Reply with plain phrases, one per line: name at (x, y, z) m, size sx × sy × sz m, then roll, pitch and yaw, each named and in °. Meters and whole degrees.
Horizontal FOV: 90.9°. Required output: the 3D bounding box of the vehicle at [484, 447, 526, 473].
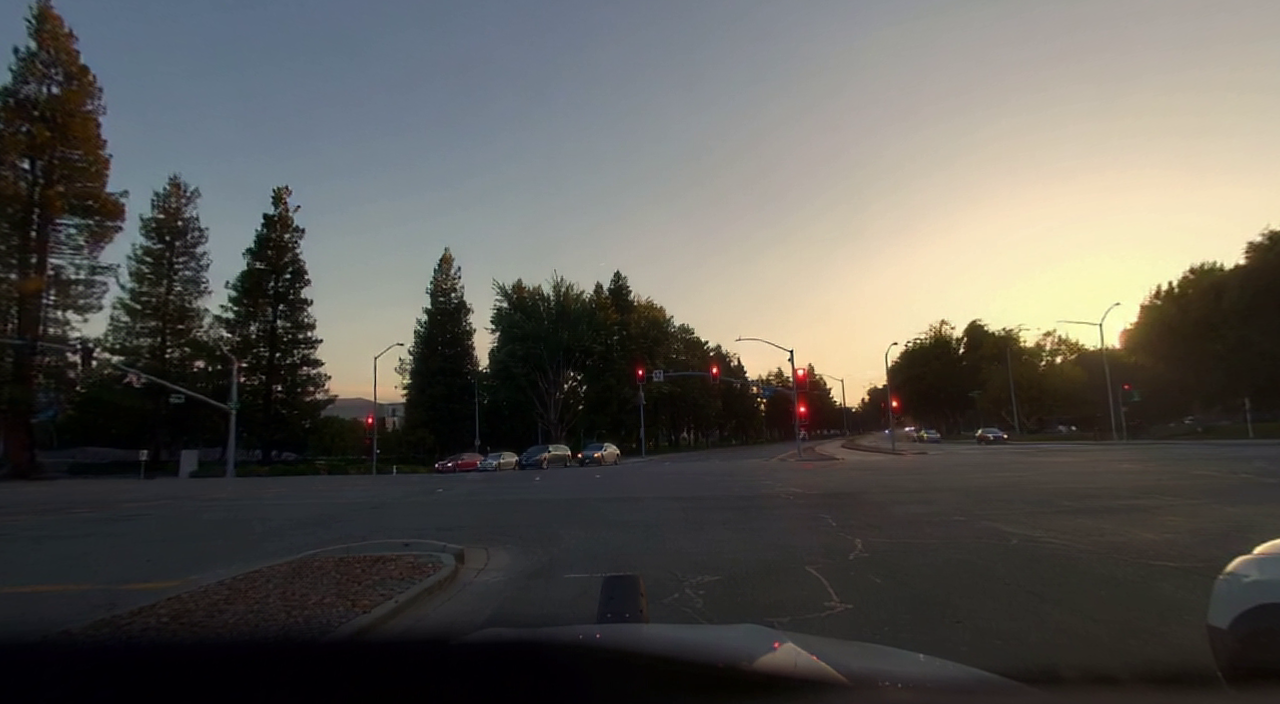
vehicle at (-9.781, 7.833, 45.933) m, size 2.064 × 1.725 × 4.243 m, roll 0°, pitch -9°, yaw 1°

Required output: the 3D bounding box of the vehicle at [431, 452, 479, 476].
vehicle at (-13.403, 8.113, 45.984) m, size 2.101 × 1.637 × 4.304 m, roll 0°, pitch -9°, yaw 1°

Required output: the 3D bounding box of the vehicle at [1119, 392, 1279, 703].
vehicle at (3.060, 0.619, 0.418) m, size 1.978 × 1.468 × 4.544 m, roll 0°, pitch -9°, yaw 1°

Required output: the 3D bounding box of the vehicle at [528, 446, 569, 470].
vehicle at (-6.562, 7.609, 45.507) m, size 2.126 × 1.657 × 4.307 m, roll -1°, pitch -9°, yaw 2°
